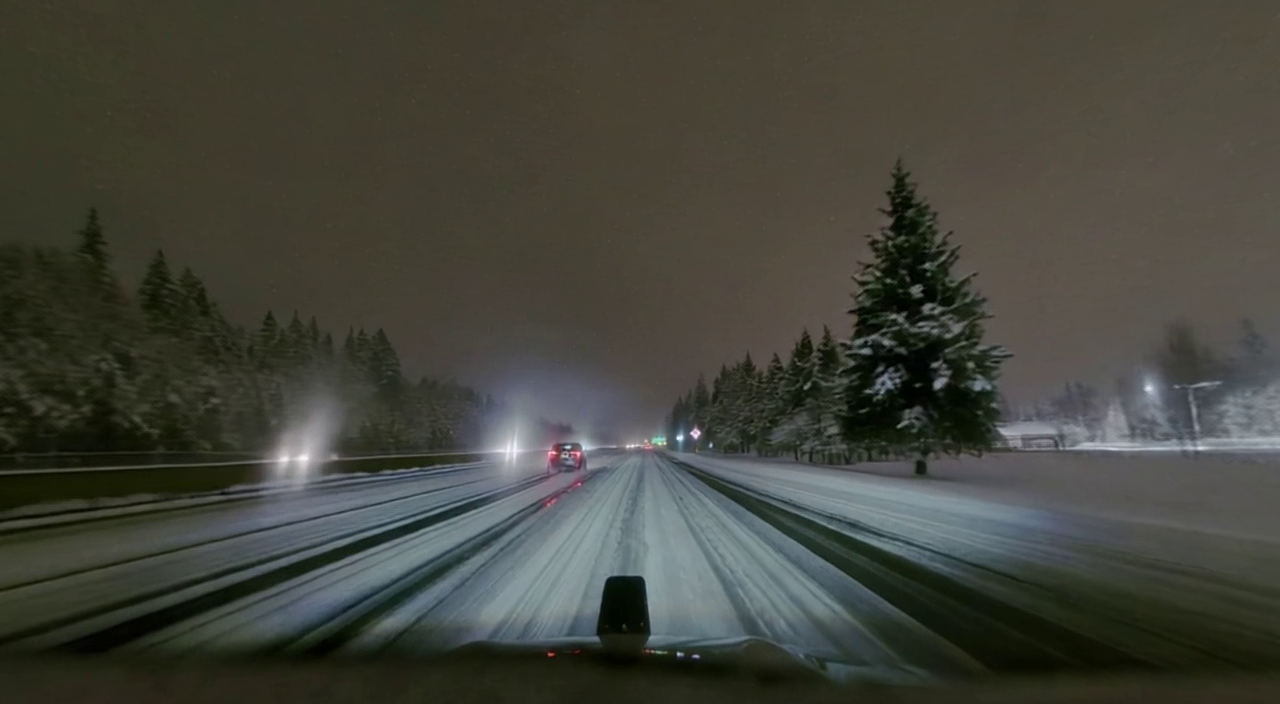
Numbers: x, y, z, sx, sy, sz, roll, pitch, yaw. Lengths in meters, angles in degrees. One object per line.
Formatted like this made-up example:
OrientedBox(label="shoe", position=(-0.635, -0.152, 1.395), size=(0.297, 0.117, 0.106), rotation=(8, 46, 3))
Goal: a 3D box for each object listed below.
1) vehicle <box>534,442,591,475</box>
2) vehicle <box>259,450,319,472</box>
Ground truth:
OrientedBox(label="vehicle", position=(-3.563, 4.989, 29.787), size=(2.128, 1.450, 4.078), rotation=(0, -8, 1))
OrientedBox(label="vehicle", position=(-24.437, 7.603, 44.016), size=(1.755, 1.407, 4.053), rotation=(0, -8, 2))
